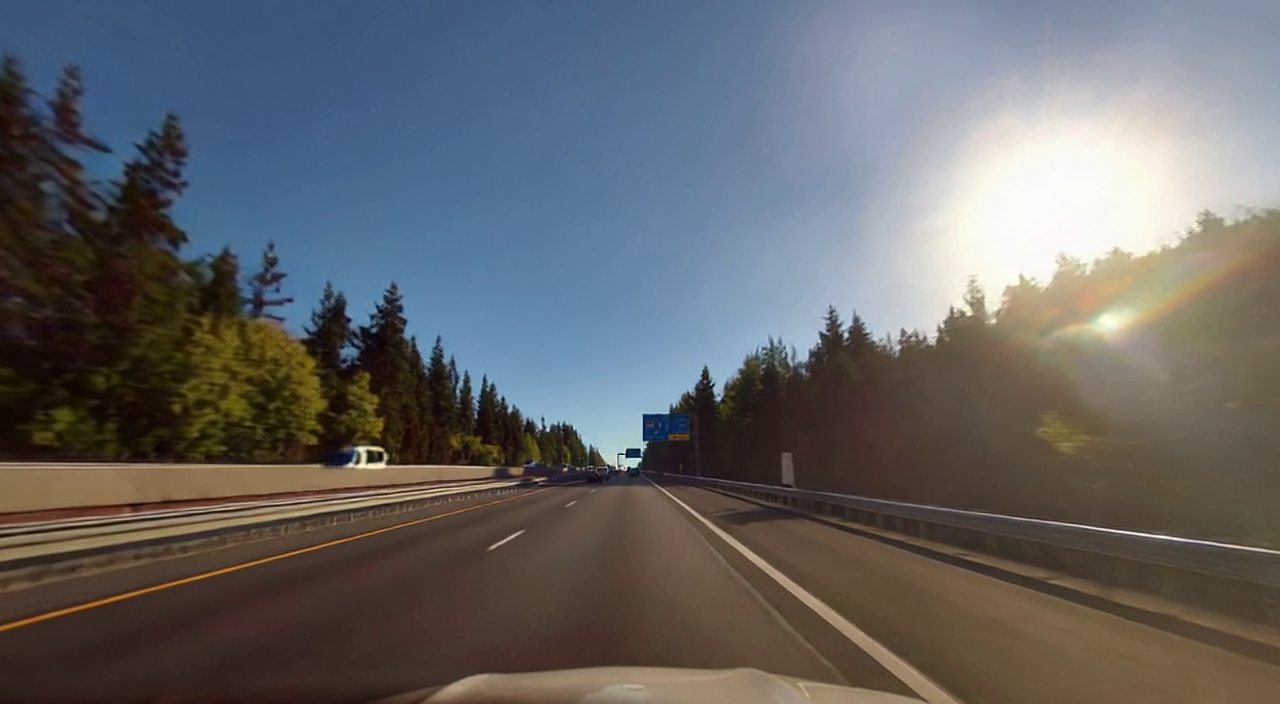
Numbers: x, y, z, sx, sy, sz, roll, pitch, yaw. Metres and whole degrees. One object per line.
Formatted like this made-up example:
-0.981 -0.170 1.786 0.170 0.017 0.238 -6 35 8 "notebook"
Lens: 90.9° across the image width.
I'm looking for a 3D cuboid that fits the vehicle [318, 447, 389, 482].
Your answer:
-17.159 6.802 38.052 2.024 1.908 4.774 1 -10 0 "vehicle"
